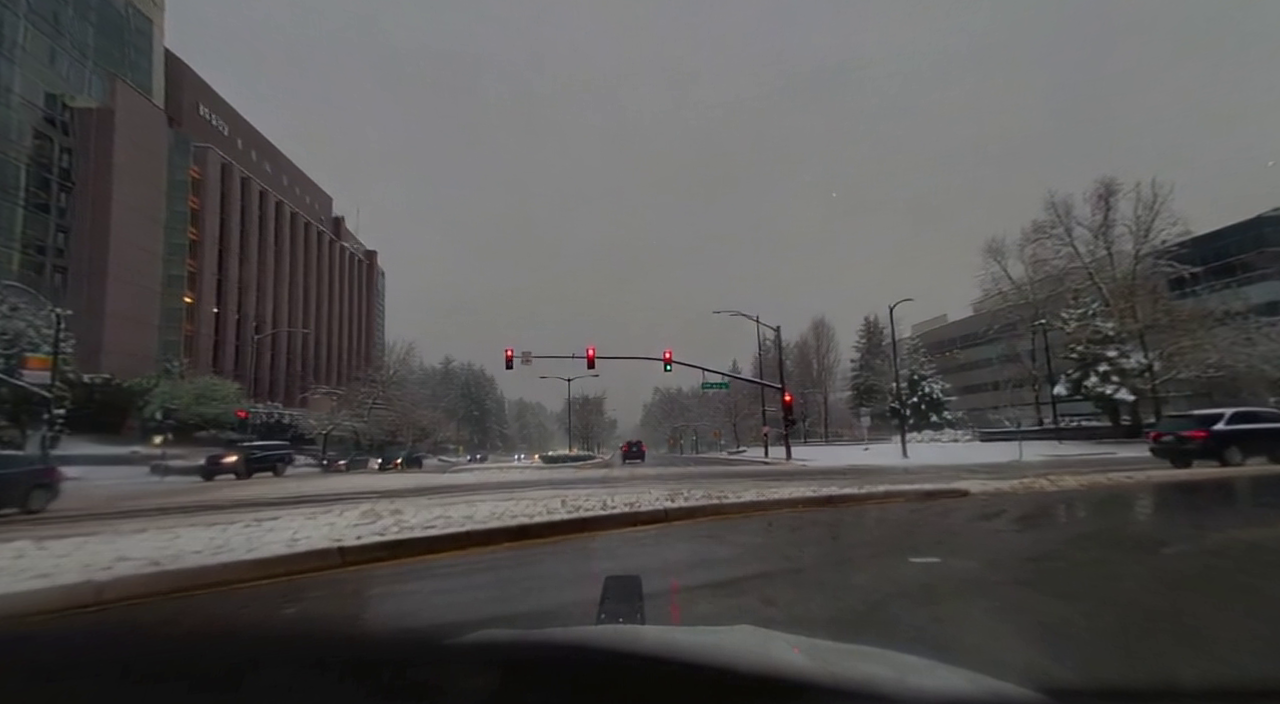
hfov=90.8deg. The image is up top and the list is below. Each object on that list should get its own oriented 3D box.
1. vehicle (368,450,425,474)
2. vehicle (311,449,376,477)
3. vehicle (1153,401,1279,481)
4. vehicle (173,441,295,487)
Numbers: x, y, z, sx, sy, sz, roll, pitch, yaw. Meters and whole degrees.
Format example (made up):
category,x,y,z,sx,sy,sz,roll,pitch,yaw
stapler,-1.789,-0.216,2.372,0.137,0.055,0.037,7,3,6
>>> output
category,x,y,z,sx,sy,sz,roll,pitch,yaw
vehicle,-16.304,7.353,42.570,1.922,1.448,4.702,-1,-8,1
vehicle,-19.666,7.338,42.190,2.093,1.654,4.601,-2,-8,0
vehicle,17.343,2.319,17.199,4.709,1.920,2.166,-4,-8,-1
vehicle,-19.899,5.473,31.348,2.380,1.963,5.458,-2,-8,1
